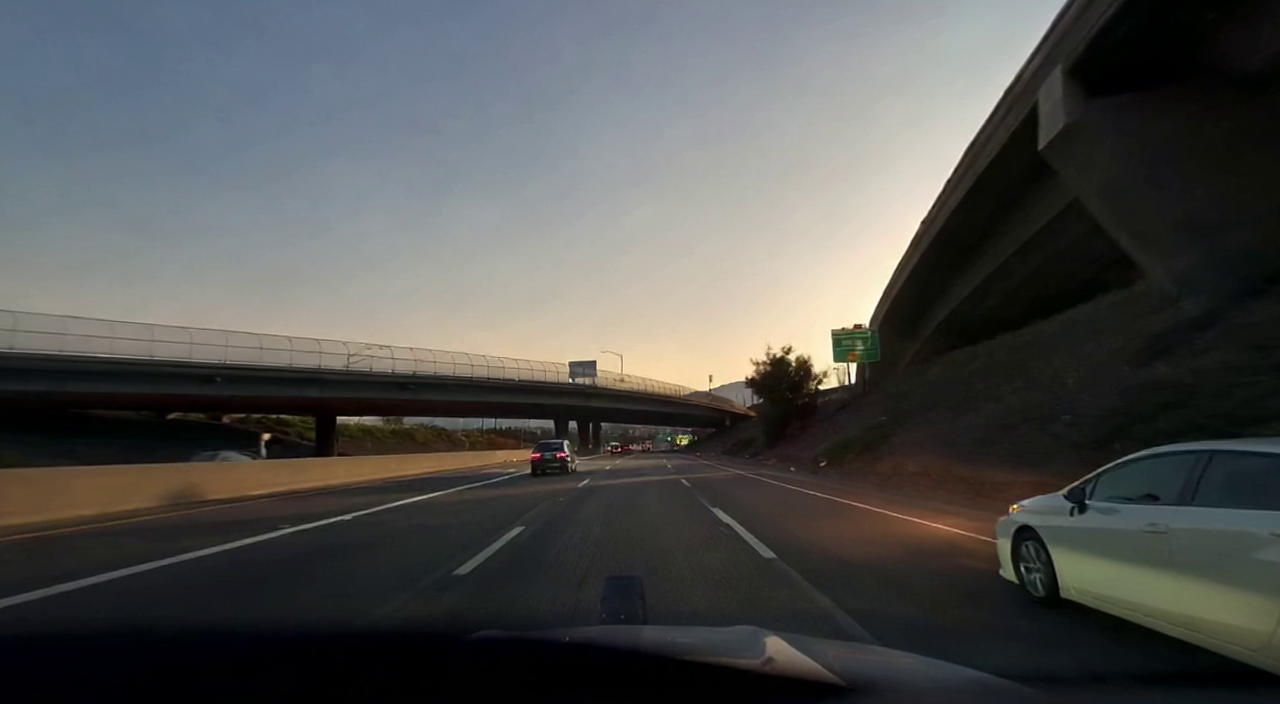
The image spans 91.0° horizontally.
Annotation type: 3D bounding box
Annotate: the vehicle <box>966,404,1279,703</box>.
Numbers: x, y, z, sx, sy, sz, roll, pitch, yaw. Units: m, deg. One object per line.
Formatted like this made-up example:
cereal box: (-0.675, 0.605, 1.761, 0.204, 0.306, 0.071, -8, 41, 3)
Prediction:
vehicle: (3.724, 1.011, 2.737, 2.047, 1.532, 4.884, 0, -9, 1)

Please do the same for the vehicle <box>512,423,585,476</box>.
vehicle: (-4.099, 4.562, 29.545, 2.496, 2.203, 6.317, 0, -9, 0)

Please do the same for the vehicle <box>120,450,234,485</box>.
vehicle: (-22.112, 5.520, 30.346, 1.884, 1.511, 4.549, 0, -9, 3)
